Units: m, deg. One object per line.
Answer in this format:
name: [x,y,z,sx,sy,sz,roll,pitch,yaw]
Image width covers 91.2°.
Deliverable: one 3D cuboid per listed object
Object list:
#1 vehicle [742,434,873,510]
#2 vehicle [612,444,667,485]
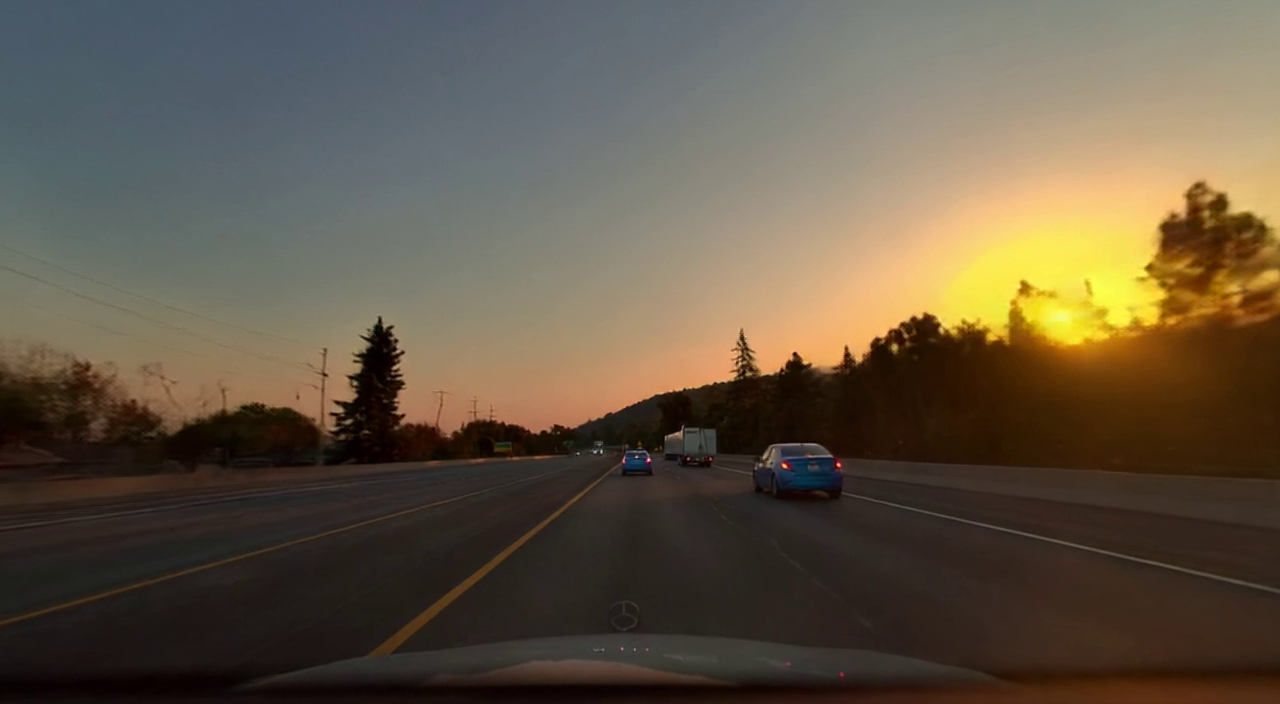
vehicle: [3.837,2.827,15.187,1.953,1.540,4.101,0,-9,-1]
vehicle: [-0.036,4.526,25.468,2.066,1.490,3.759,0,-9,-1]
